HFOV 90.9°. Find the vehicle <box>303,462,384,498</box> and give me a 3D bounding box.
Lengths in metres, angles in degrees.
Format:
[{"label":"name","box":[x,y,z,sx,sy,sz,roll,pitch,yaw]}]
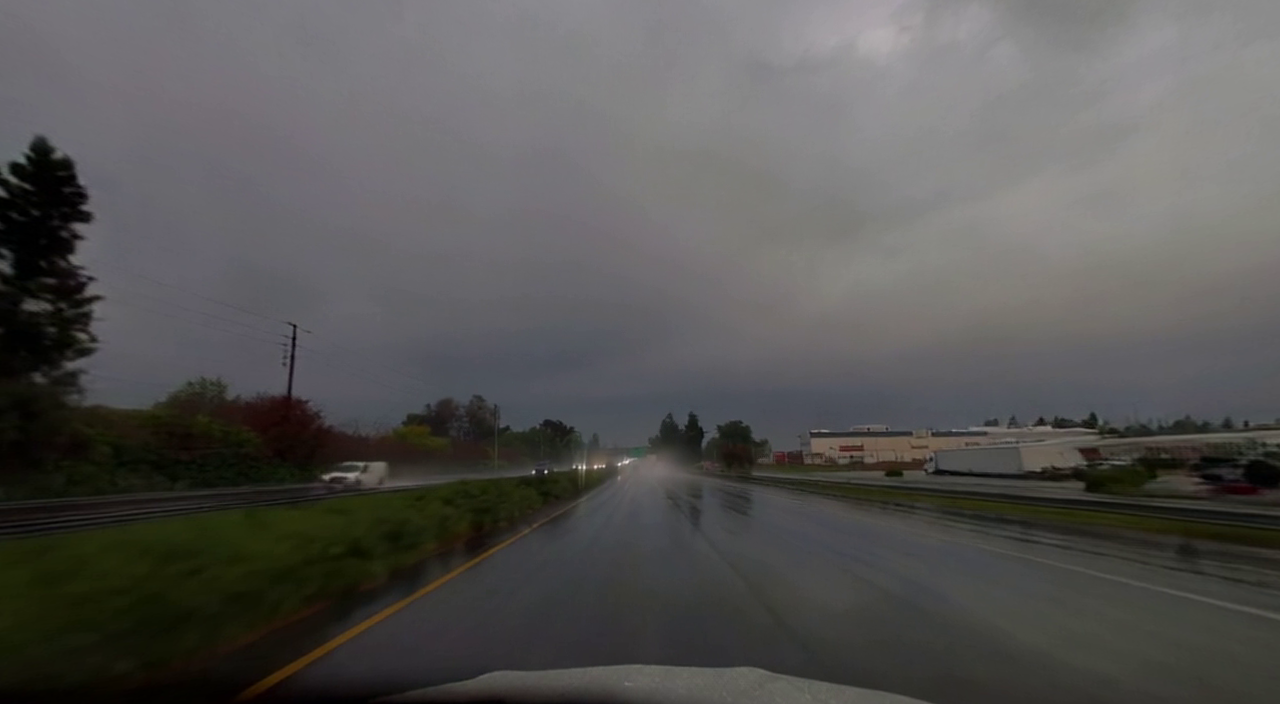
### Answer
[{"label":"vehicle","box":[-14.532,6.307,31.184,2.030,1.618,4.203,1,-10,-2]}]
